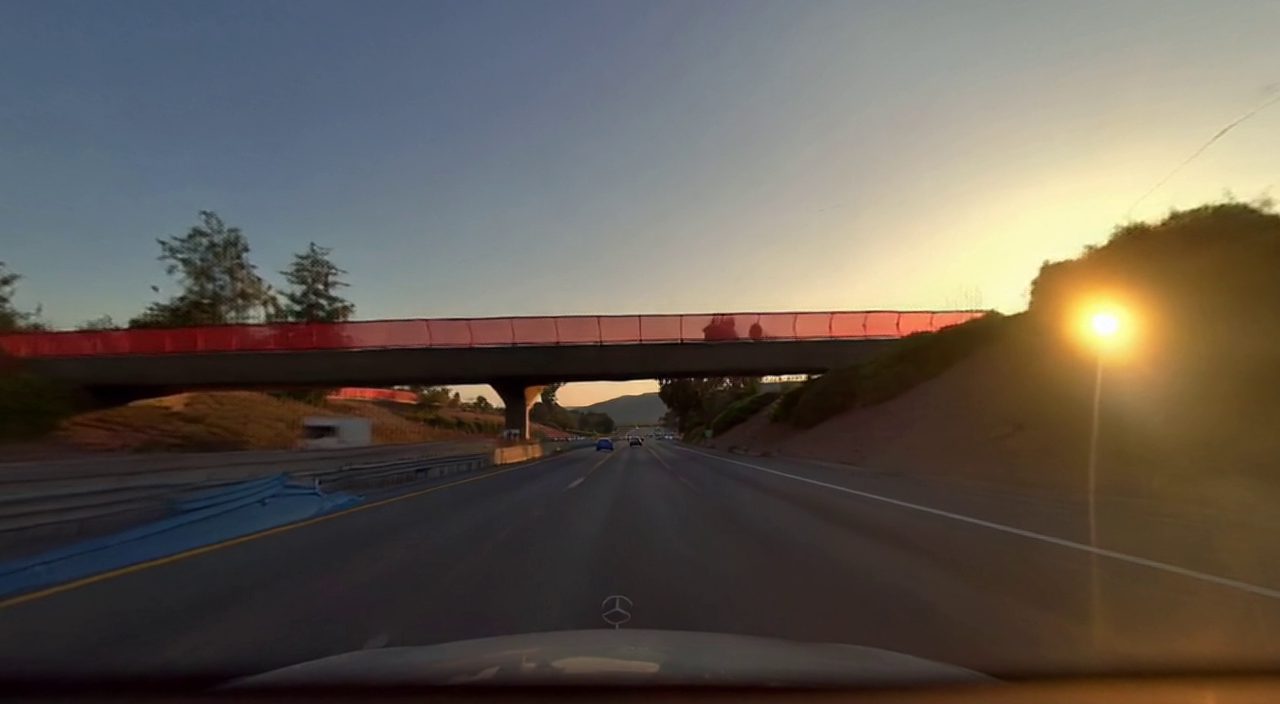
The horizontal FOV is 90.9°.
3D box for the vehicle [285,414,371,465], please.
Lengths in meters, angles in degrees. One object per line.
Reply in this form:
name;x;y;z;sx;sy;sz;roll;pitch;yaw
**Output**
vehicle;-19.269;5.458;39.388;2.295;2.956;5.852;0;-8;0
